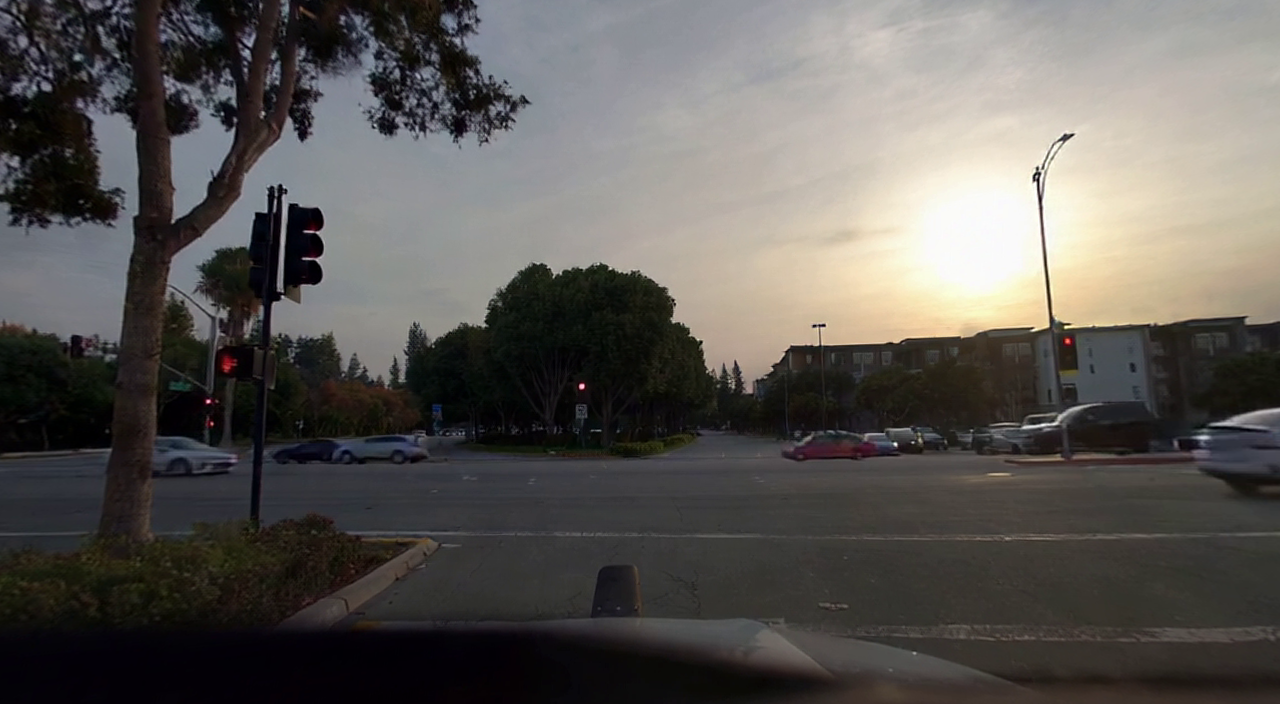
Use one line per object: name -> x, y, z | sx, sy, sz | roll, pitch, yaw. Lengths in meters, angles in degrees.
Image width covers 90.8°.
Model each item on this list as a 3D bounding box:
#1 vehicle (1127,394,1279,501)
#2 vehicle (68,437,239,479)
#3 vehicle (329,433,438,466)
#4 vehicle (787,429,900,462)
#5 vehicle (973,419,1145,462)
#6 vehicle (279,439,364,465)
vehicle -> 11.964, 1.647, 10.985 | 4.959, 1.715, 2.162 | -2, -9, 11
vehicle -> -17.617, 3.829, 22.995 | 4.836, 1.445, 2.057 | -1, -9, 9
vehicle -> -12.920, 4.942, 31.971 | 4.677, 1.593, 2.029 | -2, -9, 10
vehicle -> 9.476, 4.420, 29.870 | 4.860, 1.441, 1.934 | -2, -9, 12
vehicle -> 15.028, 3.221, 22.949 | 4.749, 1.461, 1.892 | -1, -9, 9
vehicle -> -20.063, 6.303, 39.843 | 4.488, 1.536, 1.849 | -2, -8, 10
